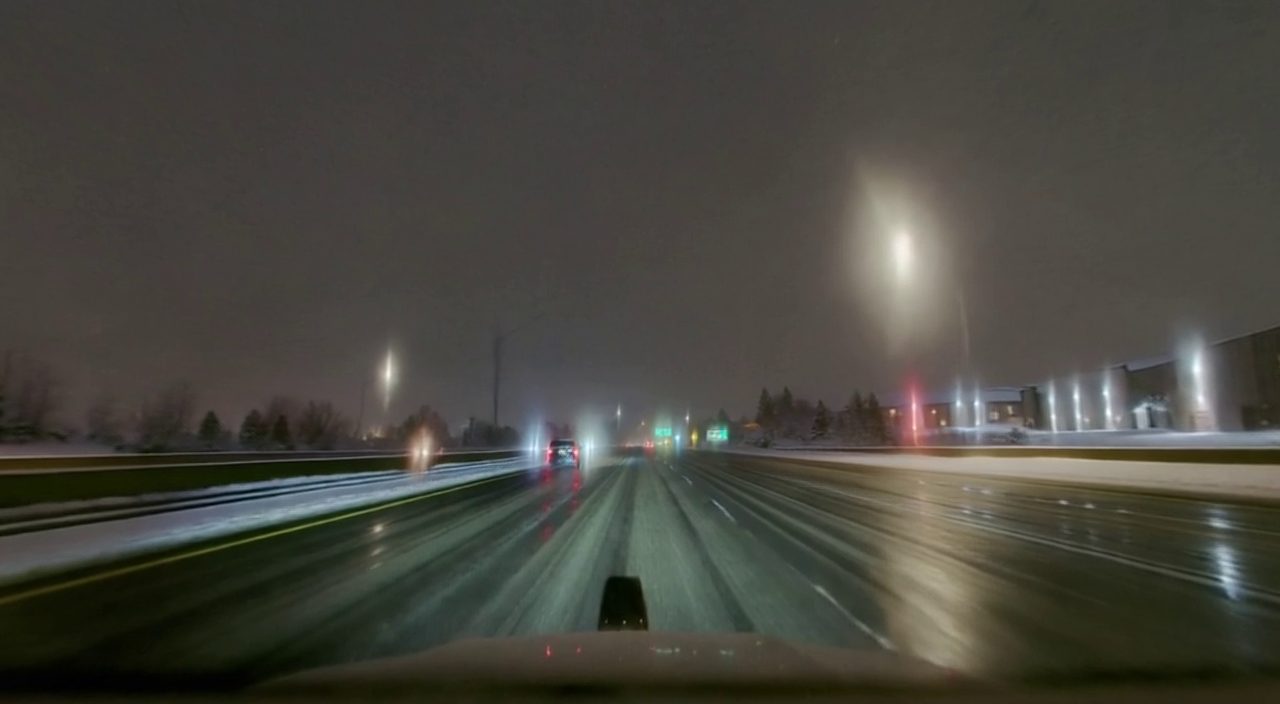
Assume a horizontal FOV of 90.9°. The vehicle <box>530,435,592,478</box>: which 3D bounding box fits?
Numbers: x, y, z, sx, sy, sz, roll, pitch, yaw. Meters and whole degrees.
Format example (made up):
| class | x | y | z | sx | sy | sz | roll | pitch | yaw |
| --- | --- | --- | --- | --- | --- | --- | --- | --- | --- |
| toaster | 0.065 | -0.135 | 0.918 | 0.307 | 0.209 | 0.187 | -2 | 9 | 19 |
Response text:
| class | x | y | z | sx | sy | sz | roll | pitch | yaw |
| --- | --- | --- | --- | --- | --- | --- | --- | --- | --- |
| vehicle | -3.304 | 4.486 | 27.372 | 2.072 | 1.706 | 4.359 | 0 | -8 | 1 |
